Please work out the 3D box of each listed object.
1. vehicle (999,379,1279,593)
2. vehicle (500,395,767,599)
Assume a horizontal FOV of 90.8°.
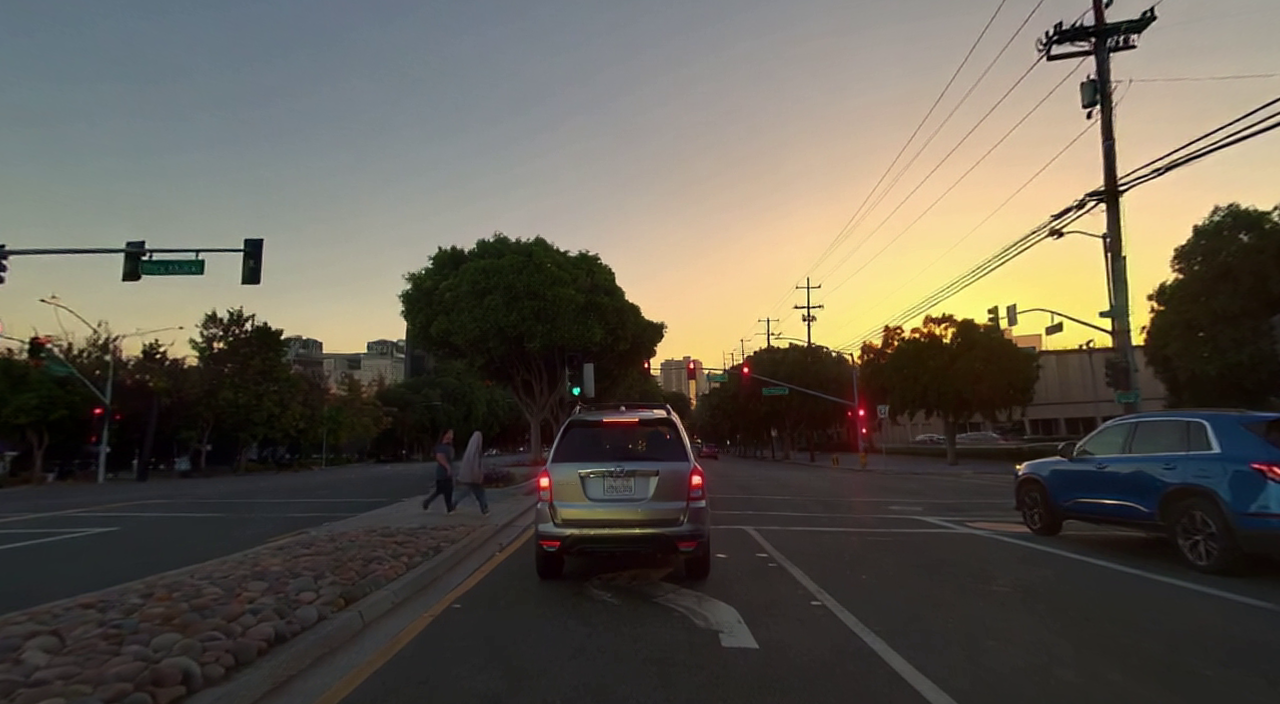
[{"bbox_3d":[6.595,1.420,7.217,2.119,1.827,4.806,0,-9,0],"label":"vehicle"},{"bbox_3d":[-0.087,1.565,7.639,2.285,1.729,4.252,0,-9,-1],"label":"vehicle"}]
